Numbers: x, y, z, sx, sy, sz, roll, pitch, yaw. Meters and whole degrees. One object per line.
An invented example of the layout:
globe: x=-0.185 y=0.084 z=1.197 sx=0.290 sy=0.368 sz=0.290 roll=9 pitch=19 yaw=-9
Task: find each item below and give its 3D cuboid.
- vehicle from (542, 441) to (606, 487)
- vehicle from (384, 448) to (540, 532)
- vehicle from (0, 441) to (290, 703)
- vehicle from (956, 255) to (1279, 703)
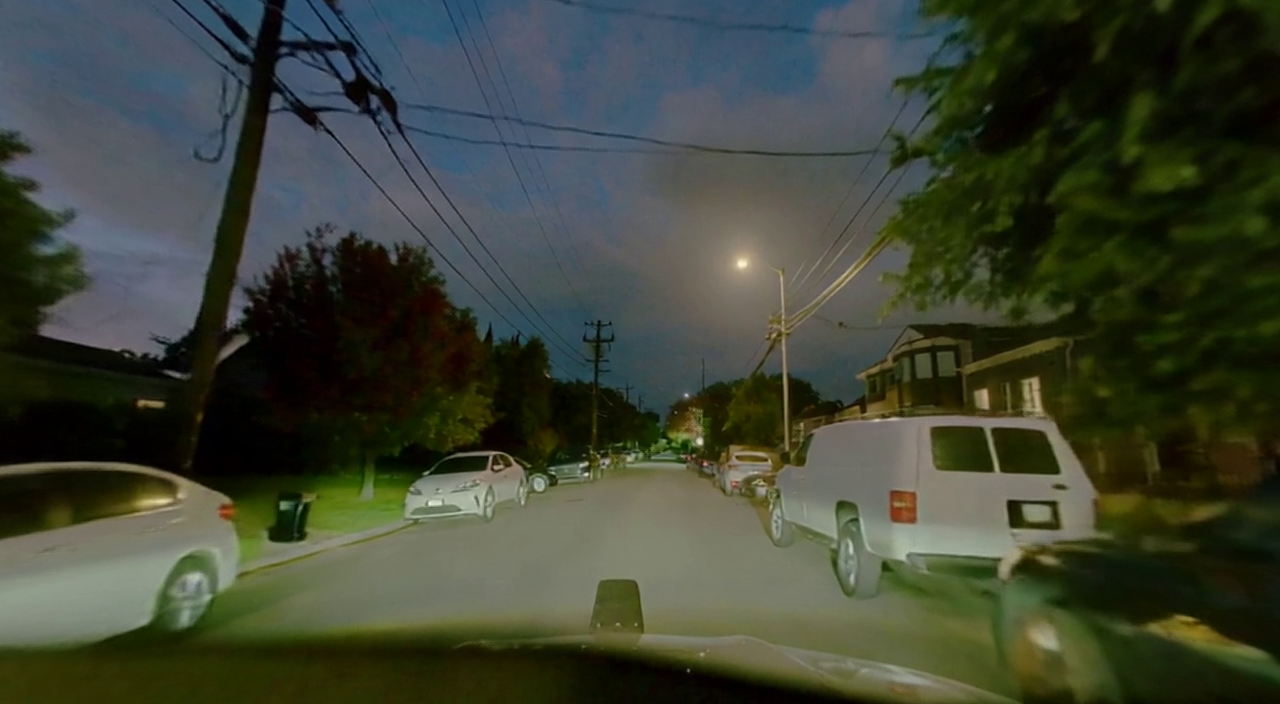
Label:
vehicle: x=-2.982 y=5.188 z=29.710 sx=2.280 sy=1.953 sz=5.092 roll=-1 pitch=-8 yaw=2
vehicle: x=-3.754 y=2.977 z=14.343 sx=1.988 sy=1.541 sz=4.686 roll=-1 pitch=-8 yaw=3
vehicle: x=-4.267 y=1.294 z=3.628 sx=1.796 sy=1.532 sz=4.244 roll=-1 pitch=-8 yaw=5
vehicle: x=2.635 y=0.589 z=1.007 sx=1.992 sy=1.853 sz=4.704 roll=-1 pitch=-8 yaw=3
